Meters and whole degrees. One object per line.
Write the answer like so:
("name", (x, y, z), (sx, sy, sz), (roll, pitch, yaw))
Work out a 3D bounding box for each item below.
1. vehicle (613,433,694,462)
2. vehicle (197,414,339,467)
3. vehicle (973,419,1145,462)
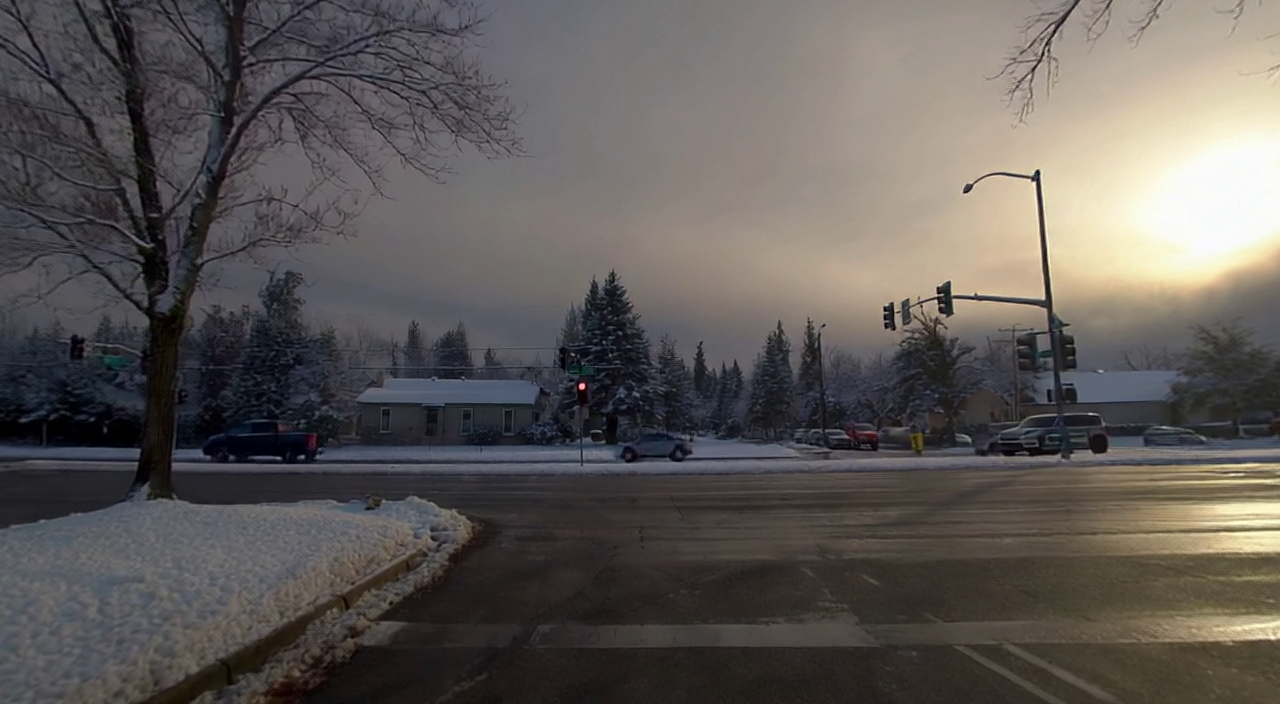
("vehicle", (0.790, 5.437, 36.094), (4.370, 1.592, 1.886), (-2, -9, 10))
("vehicle", (-23.959, 5.735, 40.813), (7.790, 3.197, 2.653), (-1, -9, 9))
("vehicle", (15.026, 3.214, 22.947), (4.749, 1.461, 1.892), (-1, -9, 9))
